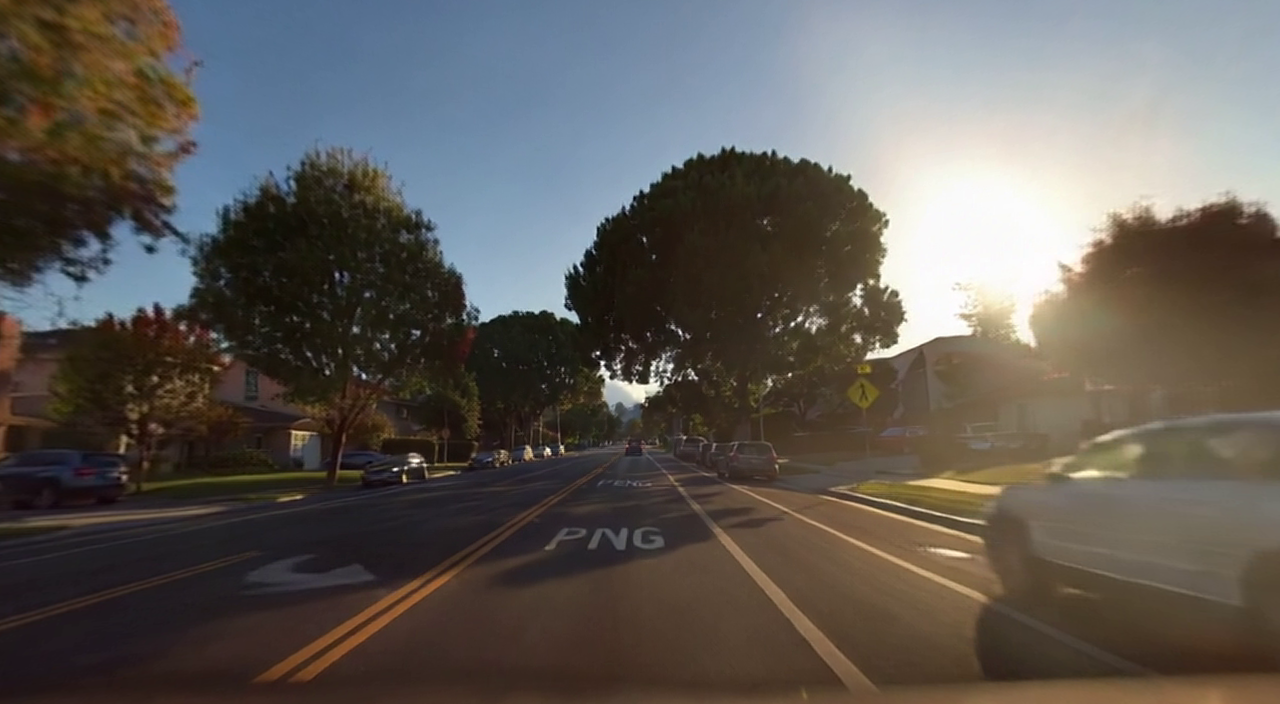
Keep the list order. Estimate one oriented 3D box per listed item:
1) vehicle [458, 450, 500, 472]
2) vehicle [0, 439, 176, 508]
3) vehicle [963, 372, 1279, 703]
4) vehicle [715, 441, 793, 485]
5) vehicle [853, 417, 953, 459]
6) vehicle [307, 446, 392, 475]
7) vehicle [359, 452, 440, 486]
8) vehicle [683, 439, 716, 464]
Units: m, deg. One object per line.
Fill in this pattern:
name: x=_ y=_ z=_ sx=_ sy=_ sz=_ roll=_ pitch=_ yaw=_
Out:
vehicle: x=-11.687 y=7.940 z=46.151 sx=1.867 sy=1.452 sz=4.331 roll=-1 pitch=-9 yaw=1
vehicle: x=-17.617 y=3.641 z=19.288 sx=5.764 sy=1.898 sz=2.201 roll=-2 pitch=-9 yaw=13
vehicle: x=4.312 y=1.112 z=4.091 sx=2.027 sy=1.751 sz=4.433 roll=0 pitch=-9 yaw=0
vehicle: x=4.305 y=4.298 z=24.728 sx=1.920 sy=1.541 sz=4.709 roll=0 pitch=-9 yaw=-3
vehicle: x=13.224 y=4.381 z=31.963 sx=4.180 sy=1.707 sz=2.083 roll=4 pitch=-9 yaw=1
vehicle: x=-17.903 y=6.673 z=39.037 sx=4.310 sy=1.705 sz=1.905 roll=-1 pitch=-9 yaw=3
vehicle: x=-11.547 y=5.631 z=30.729 sx=2.079 sy=1.509 sz=4.591 roll=0 pitch=-9 yaw=1
vehicle: x=4.405 y=7.455 z=47.421 sx=1.993 sy=1.743 sz=4.525 roll=0 pitch=-9 yaw=-1
